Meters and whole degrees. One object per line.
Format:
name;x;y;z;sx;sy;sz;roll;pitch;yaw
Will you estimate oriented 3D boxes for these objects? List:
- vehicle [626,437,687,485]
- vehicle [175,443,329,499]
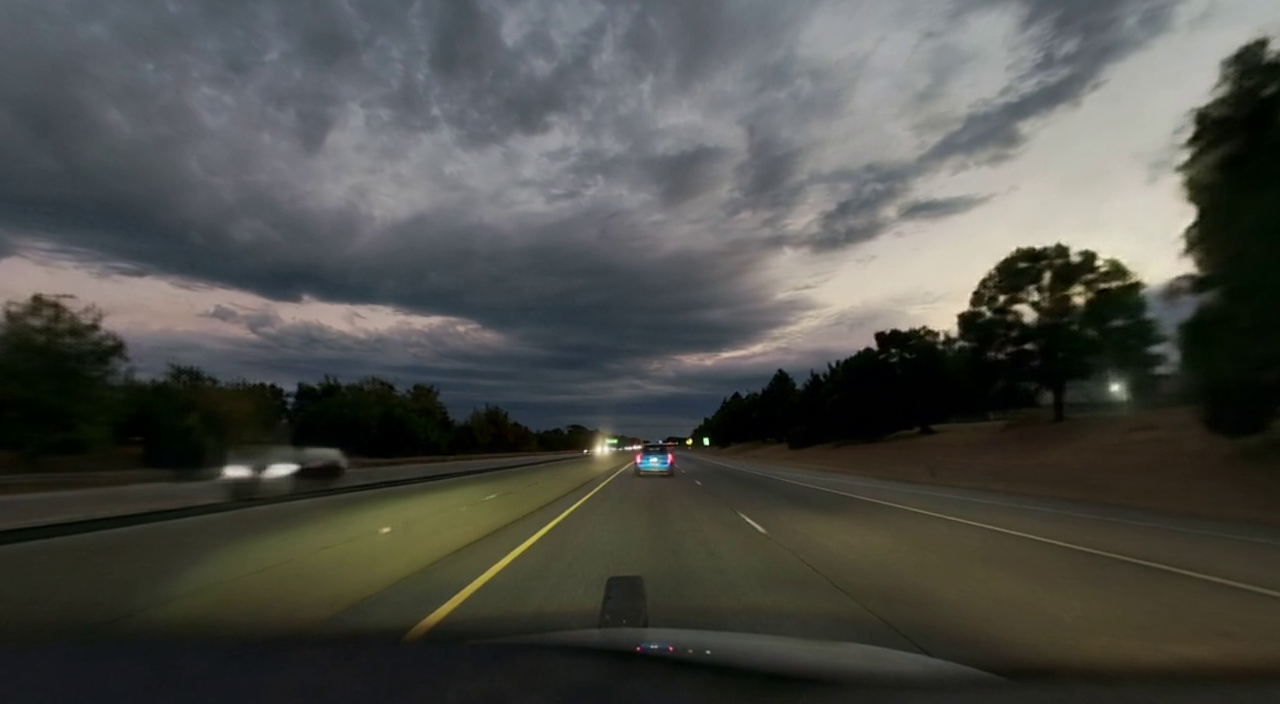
vehicle;0.617;4.265;24.794;2.190;1.706;4.062;0;-9;1
vehicle;-11.512;3.533;19.111;1.995;1.478;4.157;0;-9;1
